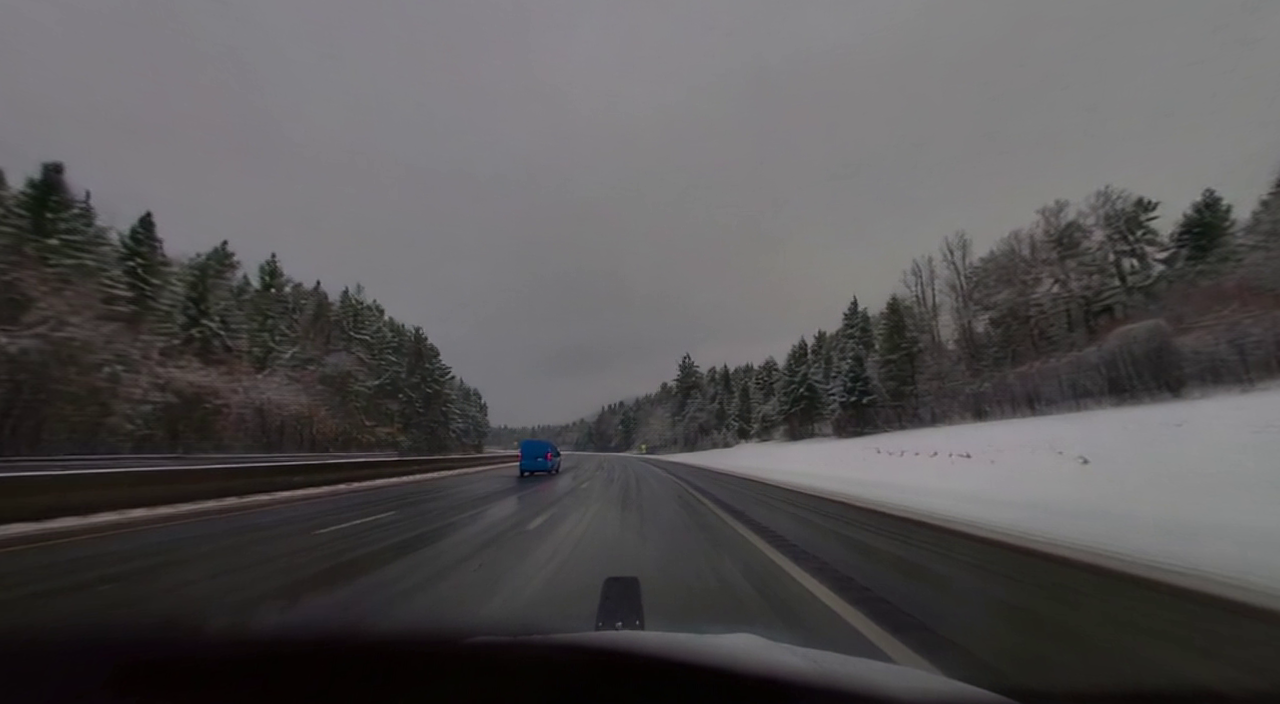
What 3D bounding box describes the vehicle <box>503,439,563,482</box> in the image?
[{"bbox_3d":[-5.461,5.605,32.883,2.197,2.038,4.919,0,-9,0],"label":"vehicle"}]
